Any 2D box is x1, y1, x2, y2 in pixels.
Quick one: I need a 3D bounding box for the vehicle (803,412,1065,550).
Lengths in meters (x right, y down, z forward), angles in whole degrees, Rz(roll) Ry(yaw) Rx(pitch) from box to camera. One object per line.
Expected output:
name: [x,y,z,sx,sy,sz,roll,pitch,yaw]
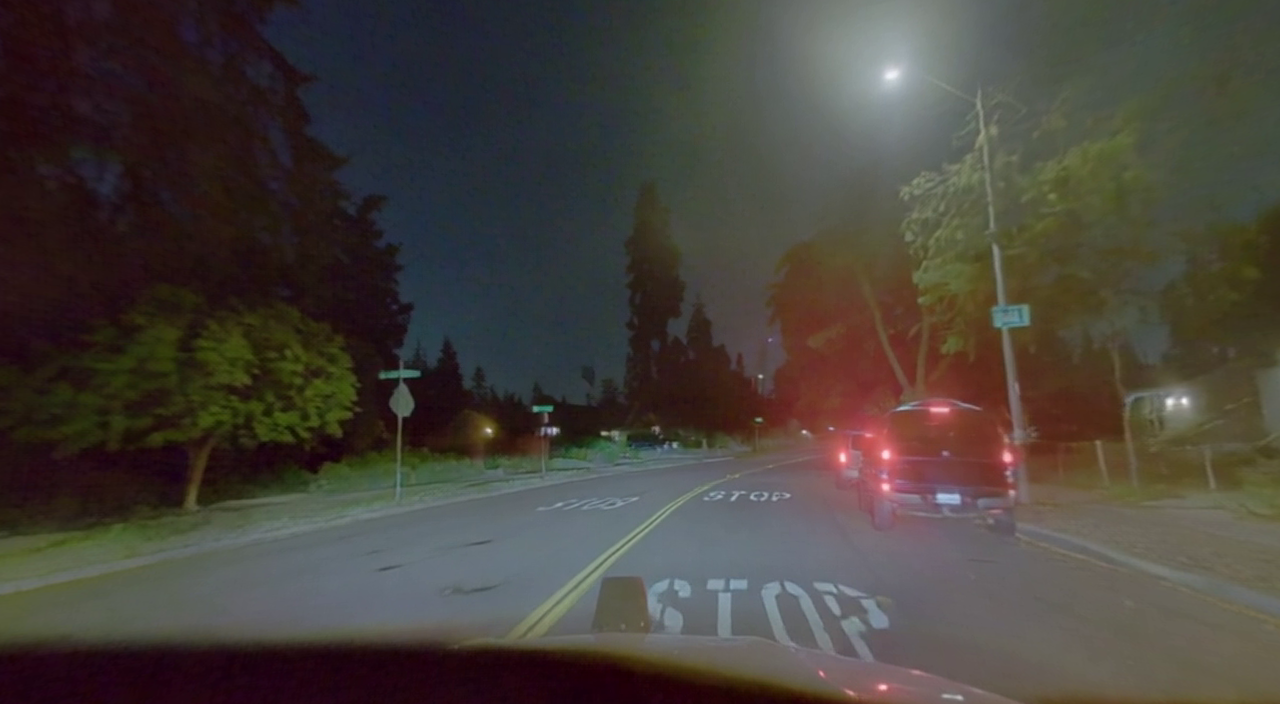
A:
vehicle: [4.220,1.934,10.212,2.692,1.649,4.689,-2,-9,11]
